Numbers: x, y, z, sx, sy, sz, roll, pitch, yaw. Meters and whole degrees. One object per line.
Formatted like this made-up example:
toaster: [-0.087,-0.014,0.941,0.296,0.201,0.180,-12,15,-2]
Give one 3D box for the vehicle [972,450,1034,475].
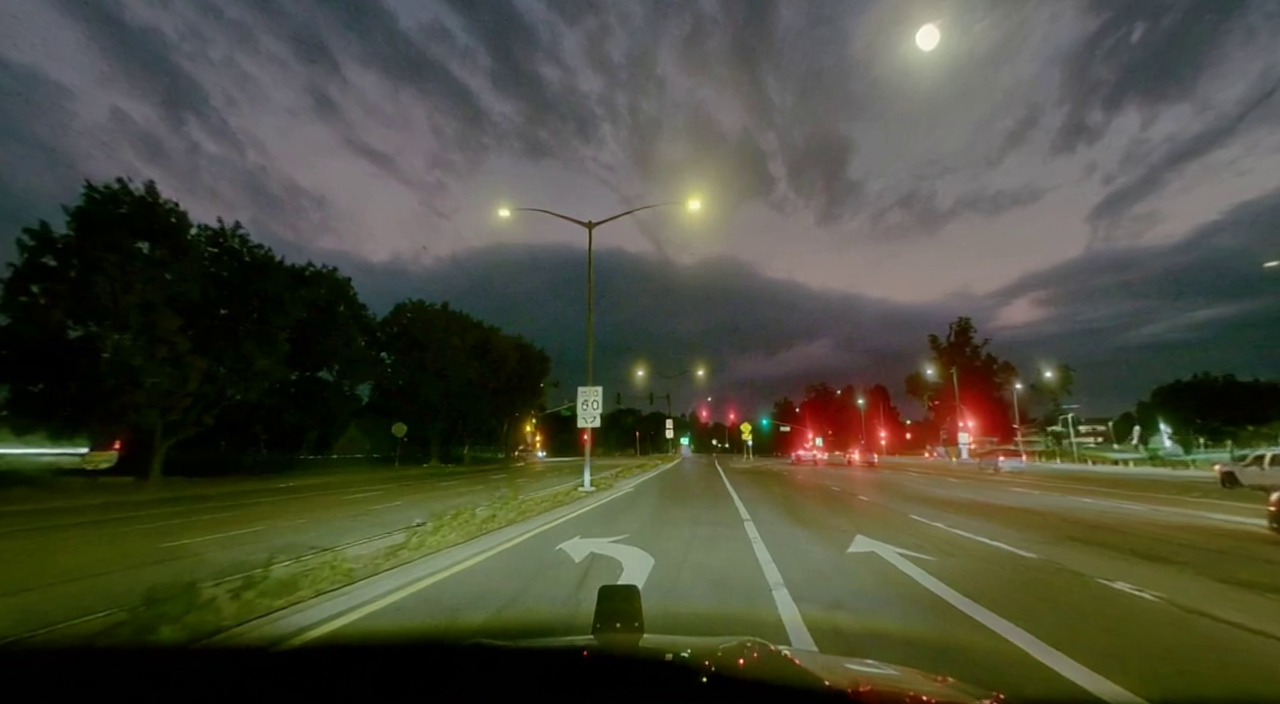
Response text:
vehicle: [23.708,7.202,41.475,1.896,1.524,4.562,-1,-9,8]
